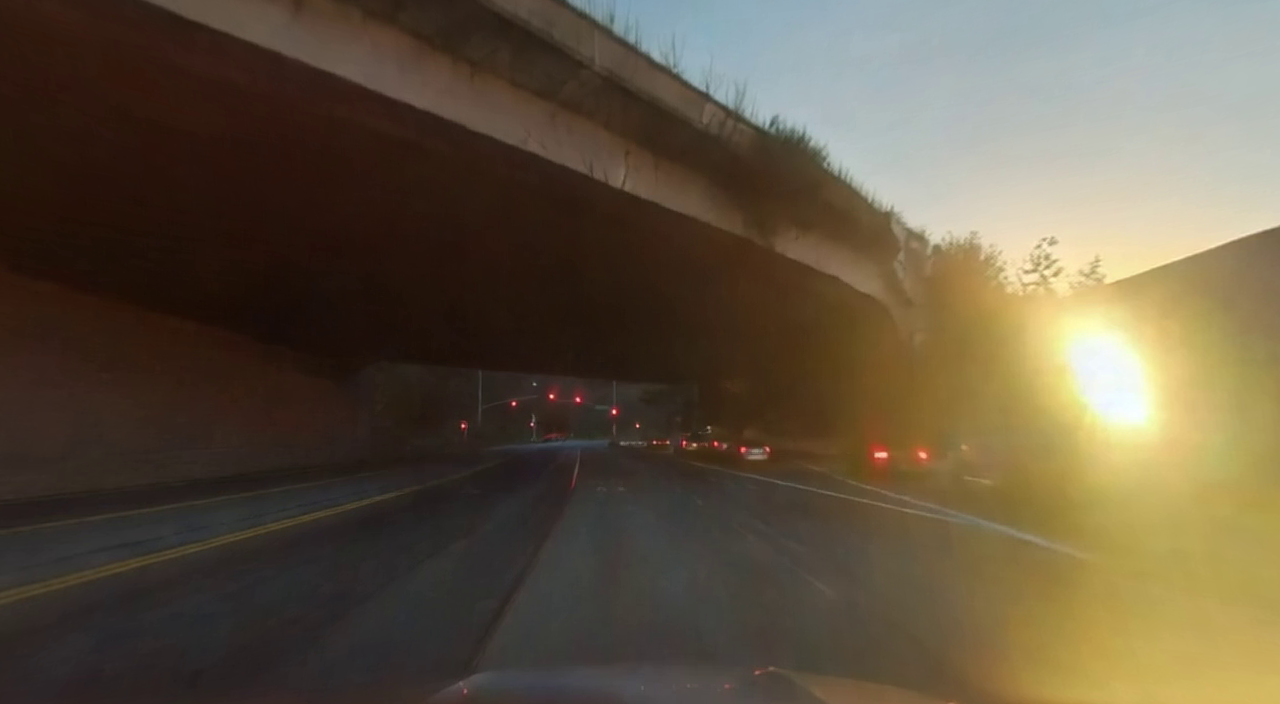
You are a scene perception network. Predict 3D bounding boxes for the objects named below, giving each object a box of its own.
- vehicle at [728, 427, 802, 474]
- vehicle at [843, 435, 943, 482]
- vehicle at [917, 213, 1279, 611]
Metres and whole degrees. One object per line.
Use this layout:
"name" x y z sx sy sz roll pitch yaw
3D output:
"vehicle" 5.028 4.017 25.952 1.917 1.748 4.003 0 -8 -5
"vehicle" 9.328 3.927 23.602 1.919 1.545 3.885 0 -7 -4
"vehicle" 6.416 0.917 7.978 2.625 2.975 8.237 -1 -8 5
